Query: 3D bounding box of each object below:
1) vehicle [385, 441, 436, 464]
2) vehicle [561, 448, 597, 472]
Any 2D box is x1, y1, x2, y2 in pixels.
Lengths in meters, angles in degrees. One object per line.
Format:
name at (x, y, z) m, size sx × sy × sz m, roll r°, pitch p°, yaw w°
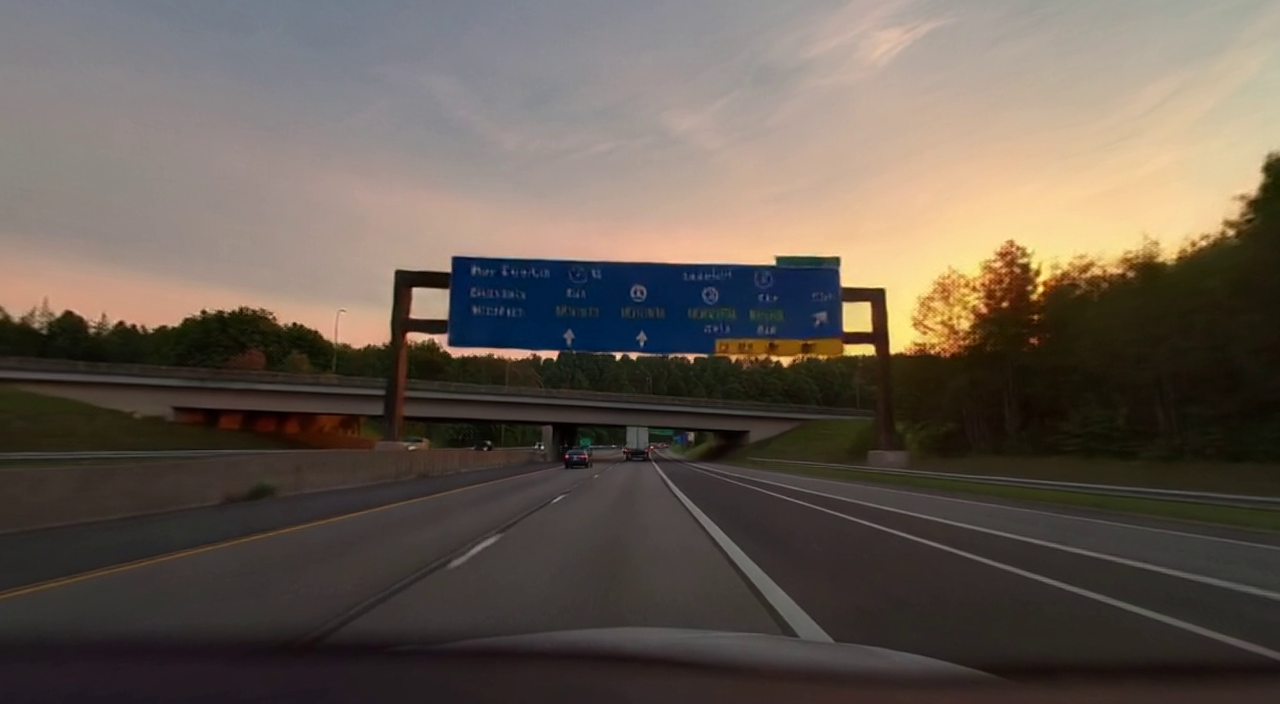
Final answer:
vehicle at (-16.109, 7.054, 44.426) m, size 1.936 × 1.518 × 4.340 m, roll 0°, pitch -9°, yaw 0°
vehicle at (-4.186, 7.423, 43.567) m, size 2.042 × 1.526 × 4.516 m, roll 0°, pitch -9°, yaw 0°
